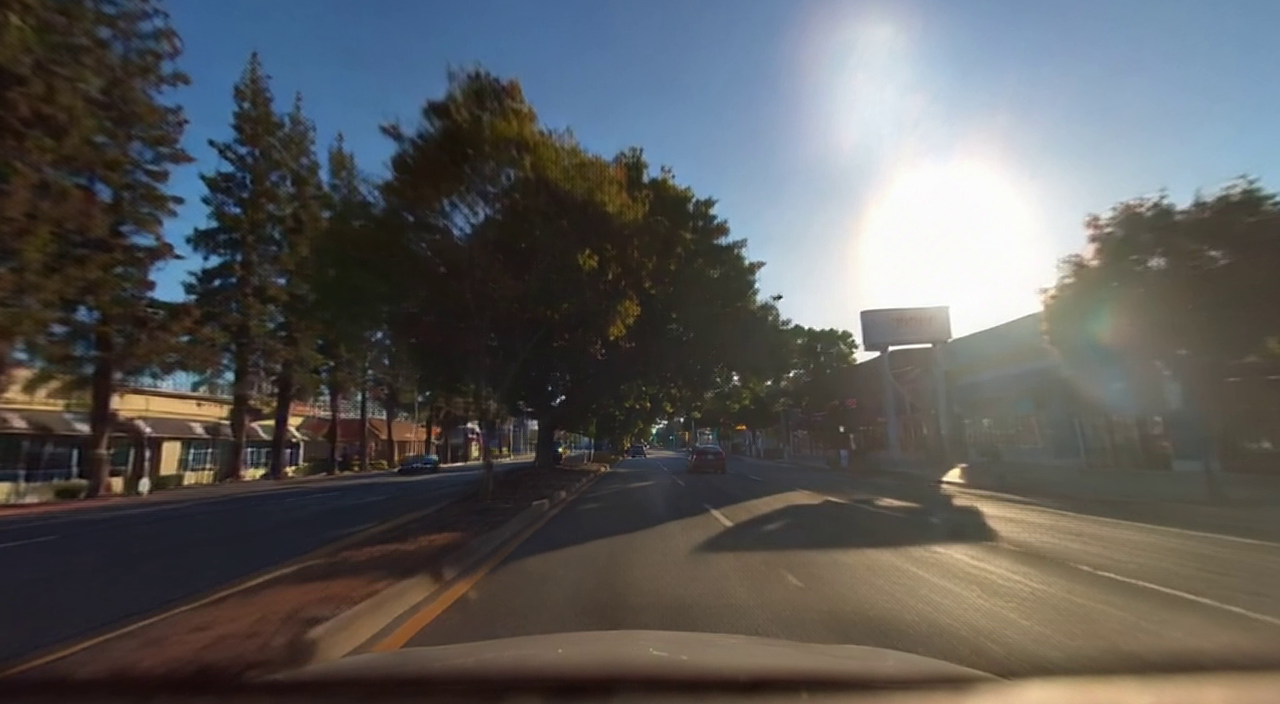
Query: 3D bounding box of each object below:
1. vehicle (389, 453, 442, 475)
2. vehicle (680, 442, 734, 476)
[{"bbox_3d":[-15.513,7.743,43.852,2.000,1.452,4.469,0,-9,1],"label":"vehicle"},{"bbox_3d":[3.085,5.067,30.098,1.983,1.482,4.463,0,-9,-1],"label":"vehicle"}]
